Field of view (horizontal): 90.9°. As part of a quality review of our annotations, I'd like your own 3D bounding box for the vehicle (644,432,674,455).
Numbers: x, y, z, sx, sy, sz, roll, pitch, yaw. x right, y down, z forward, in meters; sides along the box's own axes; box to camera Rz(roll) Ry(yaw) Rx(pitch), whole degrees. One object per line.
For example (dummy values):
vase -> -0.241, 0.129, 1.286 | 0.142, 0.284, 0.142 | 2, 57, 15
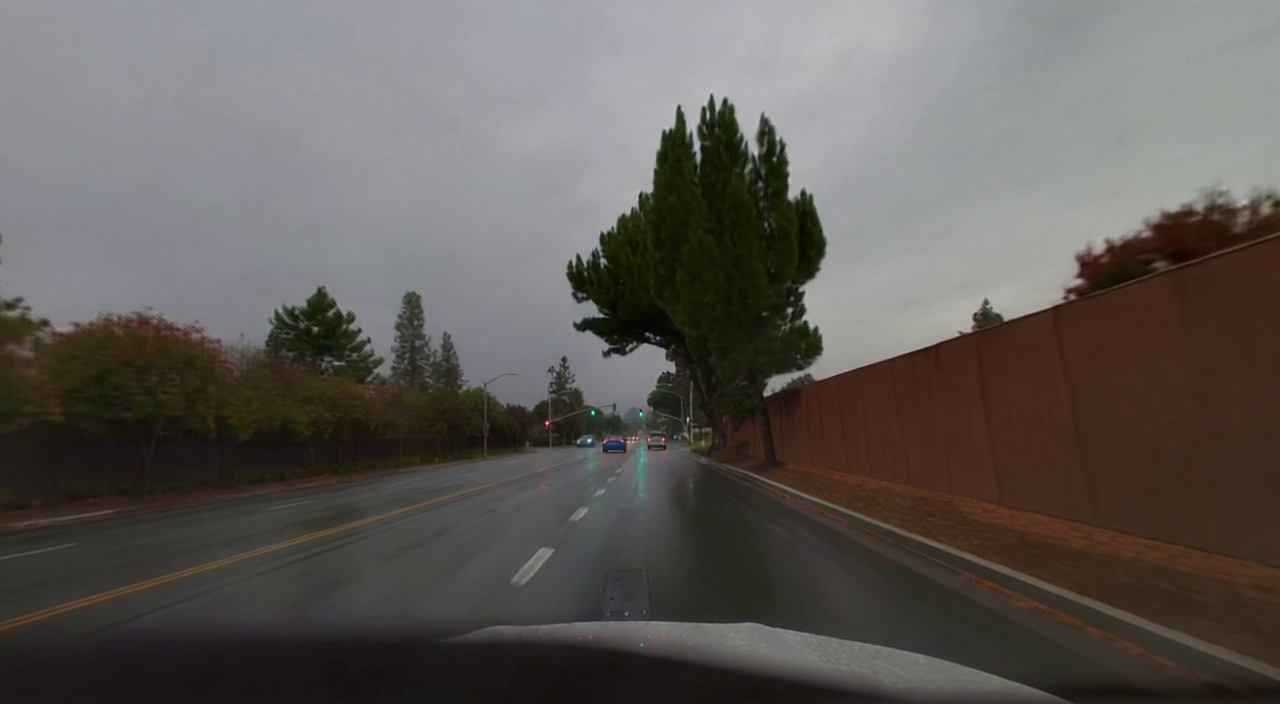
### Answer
vehicle -> 1.386, 6.940, 47.698 | 2.127, 1.665, 3.993 | 0, -8, 0
